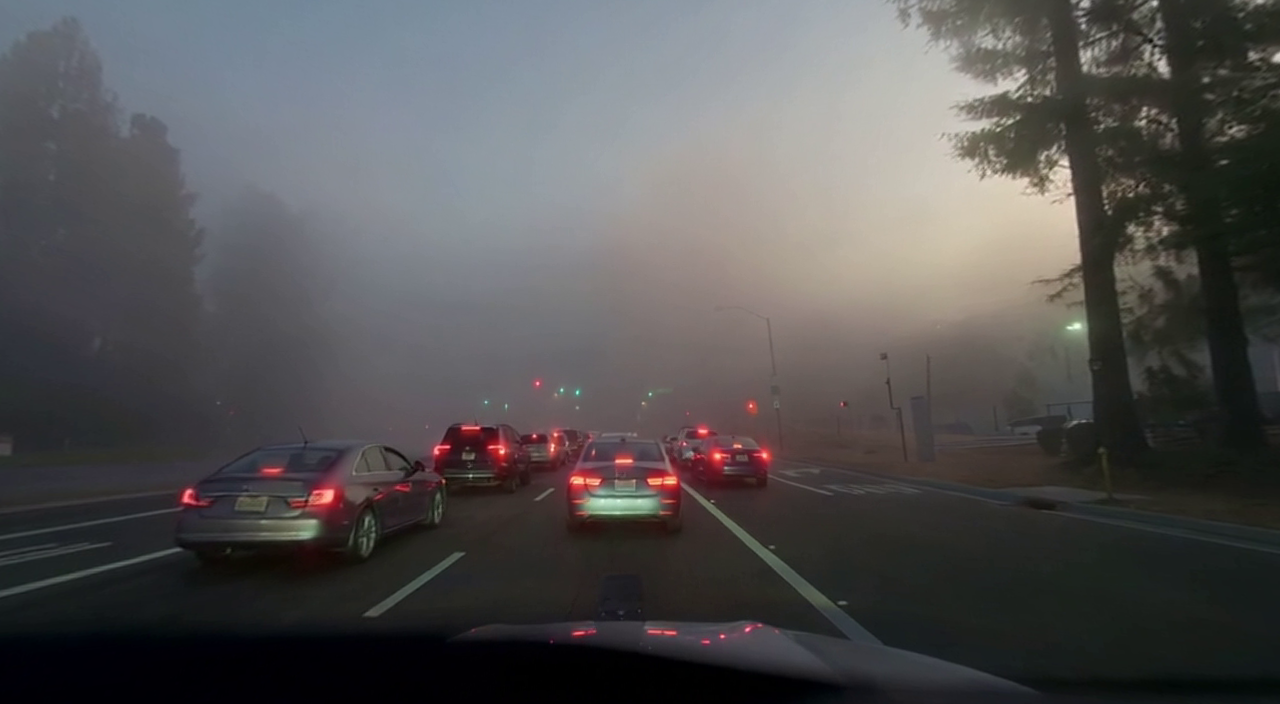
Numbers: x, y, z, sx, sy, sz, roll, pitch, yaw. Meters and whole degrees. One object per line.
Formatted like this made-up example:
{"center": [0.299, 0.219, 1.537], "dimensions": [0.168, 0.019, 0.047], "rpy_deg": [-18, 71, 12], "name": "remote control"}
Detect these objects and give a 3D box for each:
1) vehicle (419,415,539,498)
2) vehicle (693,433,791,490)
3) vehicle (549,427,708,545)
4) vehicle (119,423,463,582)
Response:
{"center": [-4.024, 2.703, 16.643], "dimensions": [2.054, 1.881, 4.469], "rpy_deg": [0, -8, -1], "name": "vehicle"}
{"center": [2.841, 3.182, 18.702], "dimensions": [1.978, 1.452, 4.381], "rpy_deg": [0, -8, -3], "name": "vehicle"}
{"center": [-0.215, 2.002, 10.111], "dimensions": [2.007, 1.467, 4.059], "rpy_deg": [0, -8, -2], "name": "vehicle"}
{"center": [-3.859, 1.722, 8.063], "dimensions": [1.985, 1.467, 4.224], "rpy_deg": [0, -8, 0], "name": "vehicle"}
